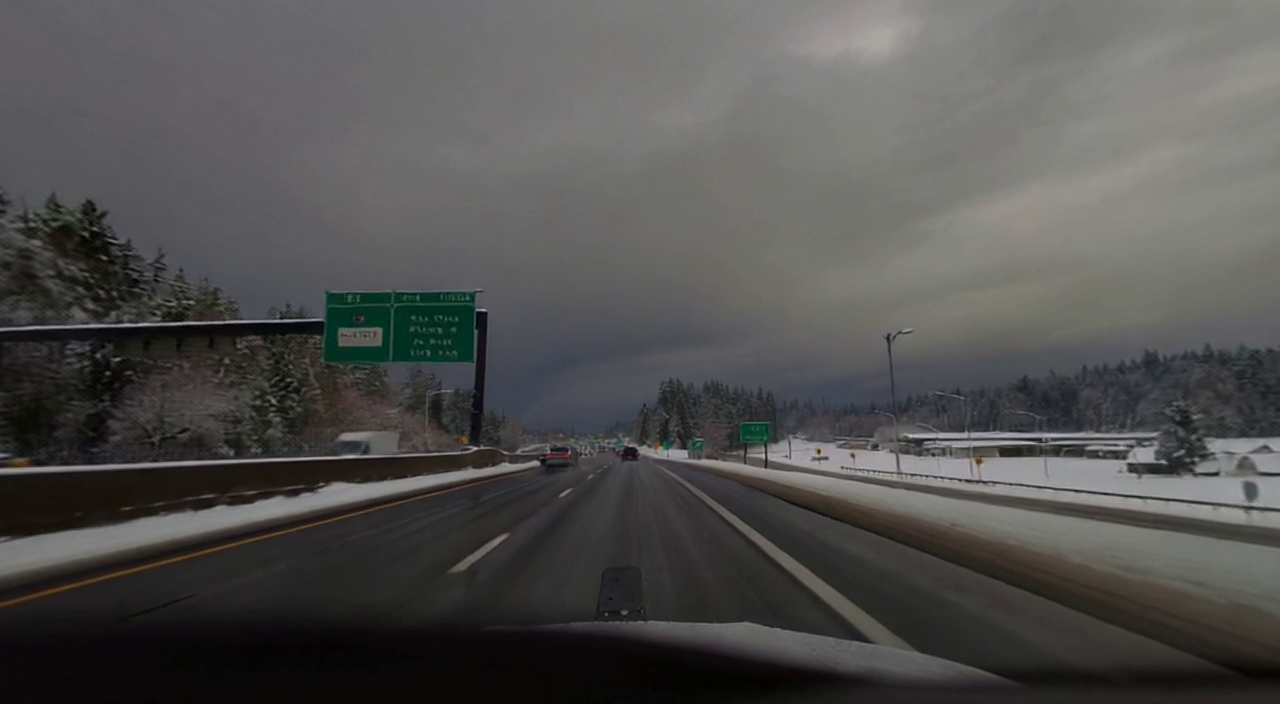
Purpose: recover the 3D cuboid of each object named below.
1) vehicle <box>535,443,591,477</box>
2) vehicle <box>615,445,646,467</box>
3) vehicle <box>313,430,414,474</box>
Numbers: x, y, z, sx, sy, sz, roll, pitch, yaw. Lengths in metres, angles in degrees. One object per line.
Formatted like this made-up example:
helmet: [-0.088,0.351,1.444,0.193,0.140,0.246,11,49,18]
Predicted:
vehicle: [-3.665,5.231,30.895,2.067,1.509,4.551,0,-8,1]
vehicle: [-0.688,7.496,45.530,2.100,1.471,3.956,0,-8,-1]
vehicle: [-13.510,4.911,31.328,2.420,1.961,5.675,0,-8,0]
